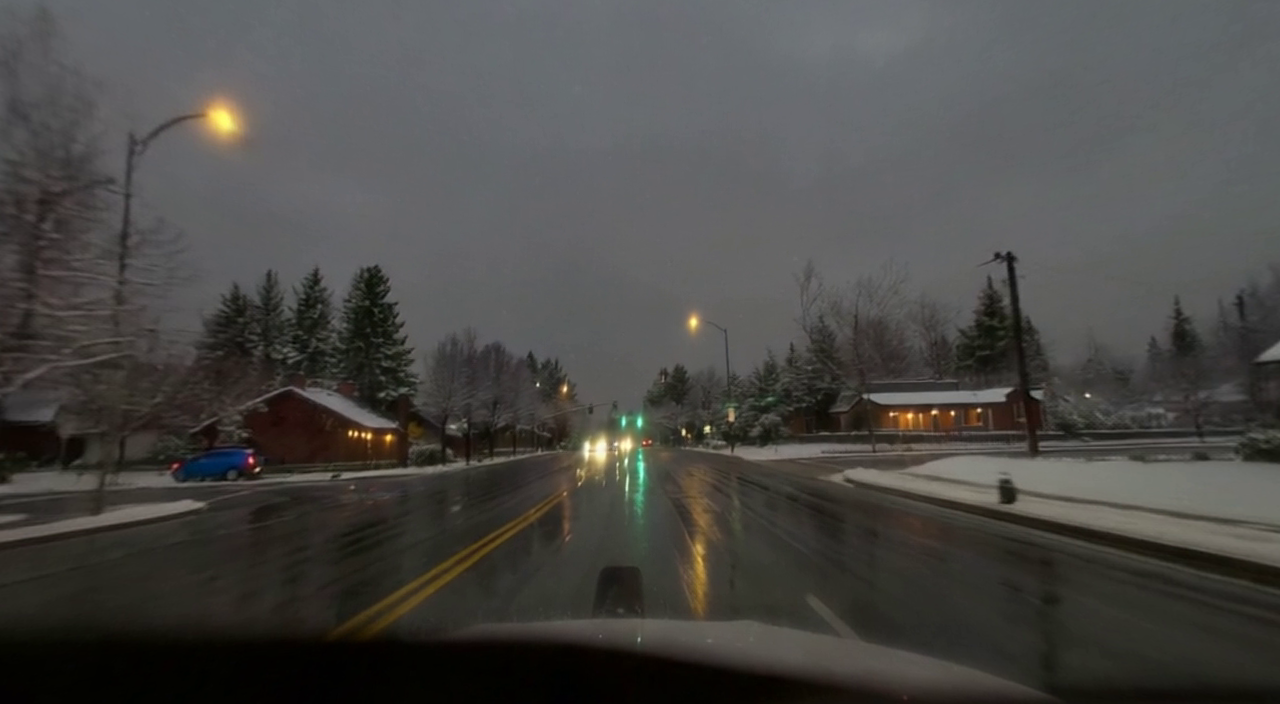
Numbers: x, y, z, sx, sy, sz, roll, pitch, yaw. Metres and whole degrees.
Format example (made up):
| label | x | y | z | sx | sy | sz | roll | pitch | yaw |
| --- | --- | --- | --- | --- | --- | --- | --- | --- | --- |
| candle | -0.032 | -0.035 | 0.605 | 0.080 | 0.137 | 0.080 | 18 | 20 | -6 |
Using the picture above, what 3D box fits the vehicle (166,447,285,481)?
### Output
| label | x | y | z | sx | sy | sz | roll | pitch | yaw |
| --- | --- | --- | --- | --- | --- | --- | --- | --- | --- |
| vehicle | -25.930 | 6.957 | 39.763 | 2.239 | 1.961 | 5.660 | -6 | -10 | 33 |
